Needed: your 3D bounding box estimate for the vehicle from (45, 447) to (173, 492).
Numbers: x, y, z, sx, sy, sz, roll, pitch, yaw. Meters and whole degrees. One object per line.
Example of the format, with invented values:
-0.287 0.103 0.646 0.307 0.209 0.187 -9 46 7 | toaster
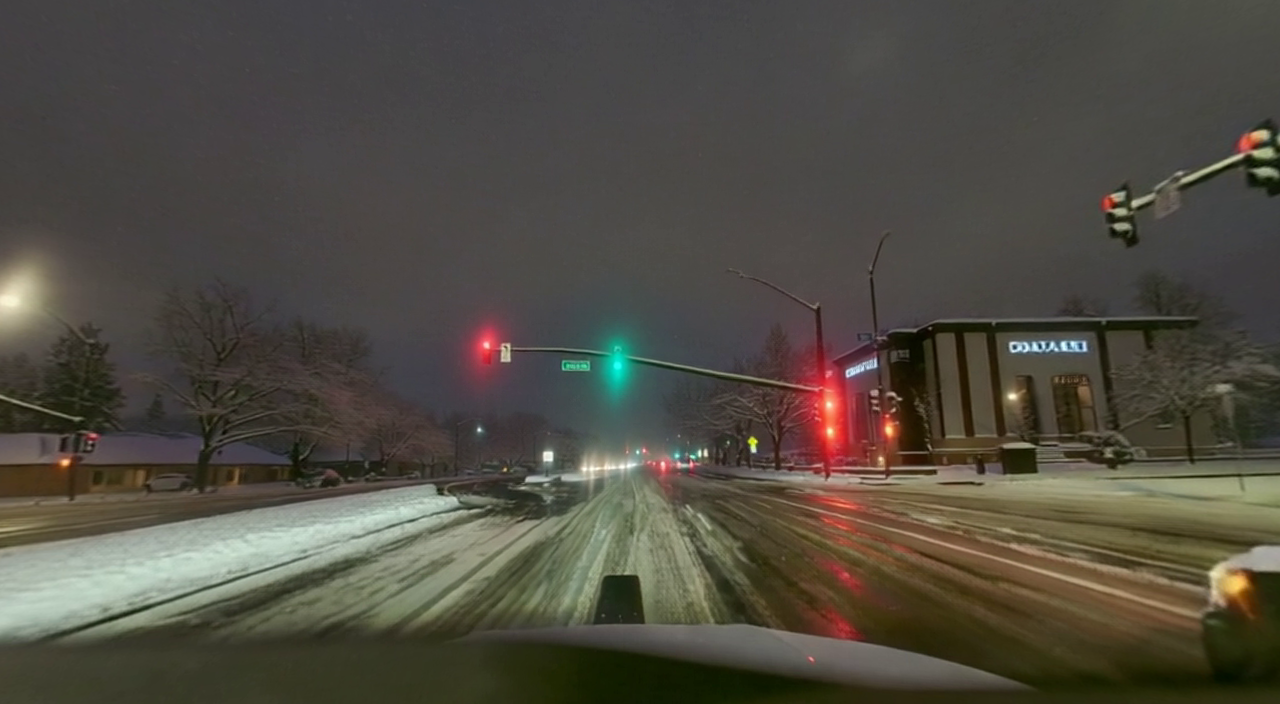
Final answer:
-40.916 9.019 48.808 7.220 3.287 2.764 0 -8 0 | vehicle
